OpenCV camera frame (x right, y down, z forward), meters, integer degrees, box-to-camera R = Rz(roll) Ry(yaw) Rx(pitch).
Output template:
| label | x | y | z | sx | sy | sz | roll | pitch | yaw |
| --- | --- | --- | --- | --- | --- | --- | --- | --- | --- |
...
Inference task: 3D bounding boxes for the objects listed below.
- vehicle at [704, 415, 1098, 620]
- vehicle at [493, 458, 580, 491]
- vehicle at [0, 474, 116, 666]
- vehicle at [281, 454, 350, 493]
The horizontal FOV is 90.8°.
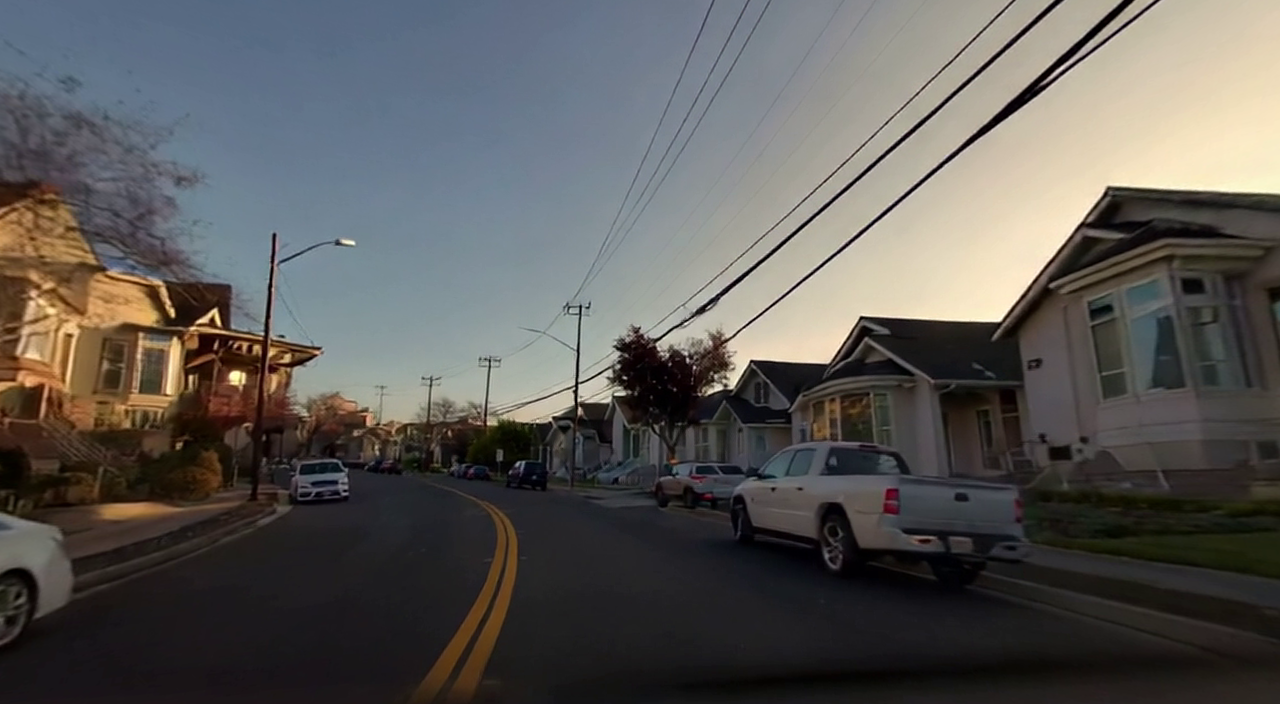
| label | x | y | z | sx | sy | sz | roll | pitch | yaw |
| --- | --- | --- | --- | --- | --- | --- | --- | --- | --- |
| vehicle | 2.977 | 2.092 | 9.015 | 2.449 | 1.869 | 5.504 | 6 | -10 | -11 |
| vehicle | -7.127 | 8.519 | 43.693 | 5.523 | 2.018 | 2.216 | 8 | -17 | -34 |
| vehicle | -6.113 | 1.578 | 3.822 | 2.197 | 1.462 | 4.524 | 0 | -9 | -4 |
| vehicle | -13.615 | 5.003 | 26.377 | 1.930 | 1.451 | 4.338 | 6 | -11 | -34 |
